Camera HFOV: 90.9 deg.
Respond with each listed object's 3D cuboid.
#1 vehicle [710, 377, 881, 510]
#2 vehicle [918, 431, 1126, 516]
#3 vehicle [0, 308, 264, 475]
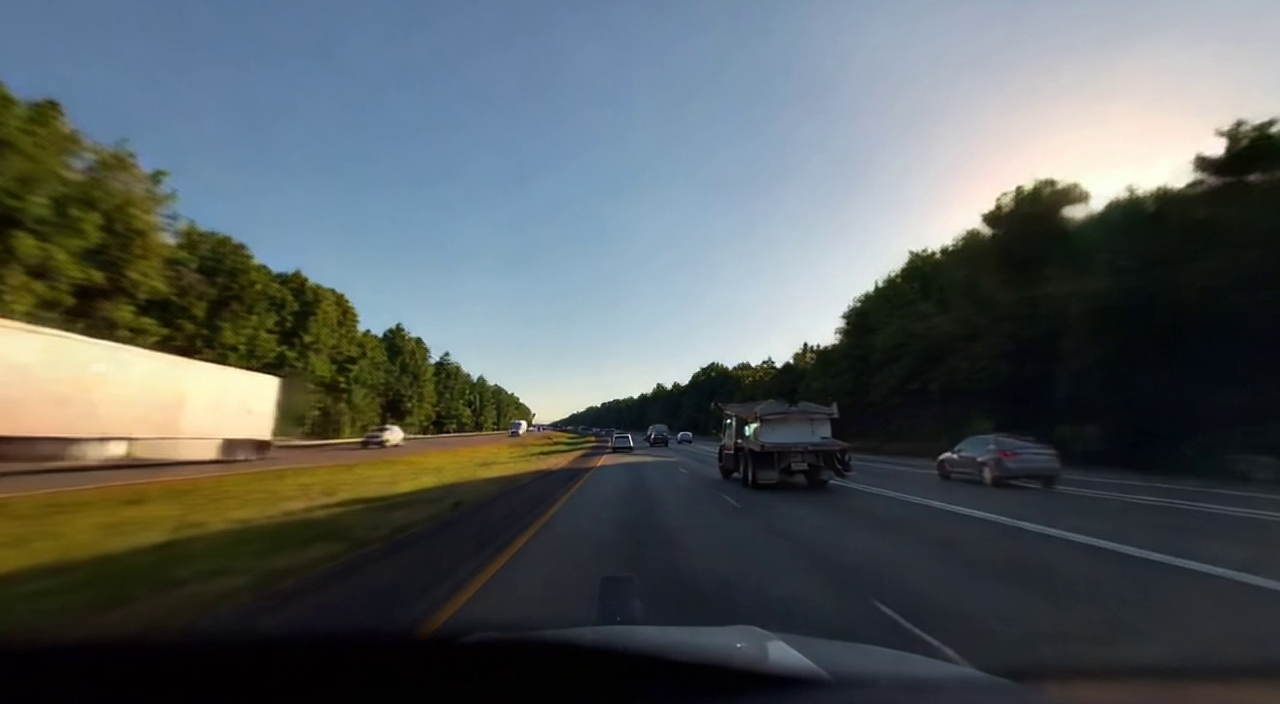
[{"bbox_3d":[3.268,2.093,14.783,2.436,2.521,5.409,0,-8,-2],"label":"vehicle"},{"bbox_3d":[7.558,2.387,13.012,1.821,1.468,3.805,0,-8,-1],"label":"vehicle"},{"bbox_3d":[-16.879,1.533,19.432,2.840,3.981,12.912,0,-8,-1],"label":"vehicle"}]
